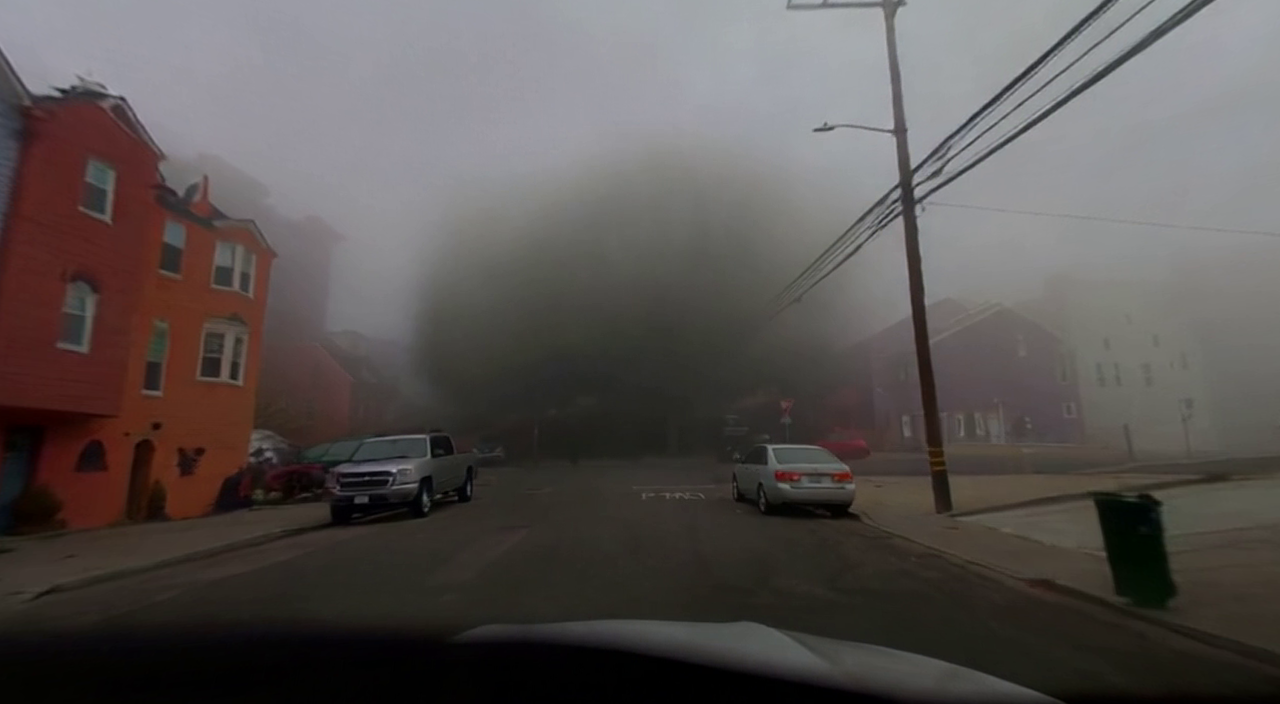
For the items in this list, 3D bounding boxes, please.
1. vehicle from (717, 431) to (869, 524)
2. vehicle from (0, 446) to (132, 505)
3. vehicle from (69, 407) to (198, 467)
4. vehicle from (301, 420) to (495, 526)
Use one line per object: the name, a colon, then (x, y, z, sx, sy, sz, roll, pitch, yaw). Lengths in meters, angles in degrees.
vehicle: (3.340, 2.847, 14.942, 2.109, 1.811, 4.886, 1, -9, -3)
vehicle: (-15.953, 3.275, 17.124, 1.563, 1.433, 3.492, 1, -9, -7)
vehicle: (-31.402, 5.177, 39.431, 2.473, 2.922, 6.719, -1, -1, 3)
vehicle: (-5.569, 2.895, 15.800, 2.480, 2.084, 6.353, 0, -9, -1)
